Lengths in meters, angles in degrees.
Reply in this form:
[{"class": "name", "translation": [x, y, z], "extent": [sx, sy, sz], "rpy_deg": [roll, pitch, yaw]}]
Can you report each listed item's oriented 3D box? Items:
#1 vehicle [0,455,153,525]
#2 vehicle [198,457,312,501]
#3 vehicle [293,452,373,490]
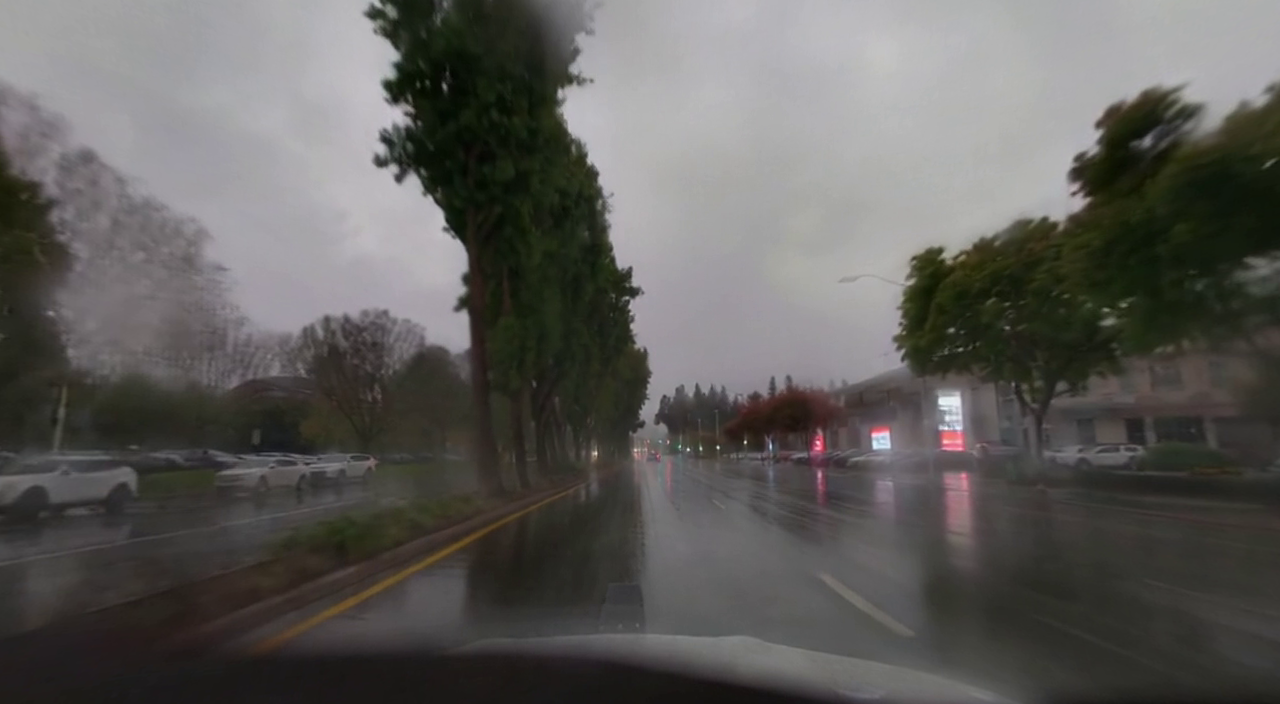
[{"class": "vehicle", "translation": [-16.592, 3.780, 17.932], "extent": [1.898, 1.661, 4.471], "rpy_deg": [0, -9, 1]}, {"class": "vehicle", "translation": [-16.617, 5.450, 27.604], "extent": [1.944, 1.669, 4.613], "rpy_deg": [0, -9, 1]}, {"class": "vehicle", "translation": [-16.837, 6.509, 34.976], "extent": [1.993, 1.887, 4.722], "rpy_deg": [0, -9, 0]}]
